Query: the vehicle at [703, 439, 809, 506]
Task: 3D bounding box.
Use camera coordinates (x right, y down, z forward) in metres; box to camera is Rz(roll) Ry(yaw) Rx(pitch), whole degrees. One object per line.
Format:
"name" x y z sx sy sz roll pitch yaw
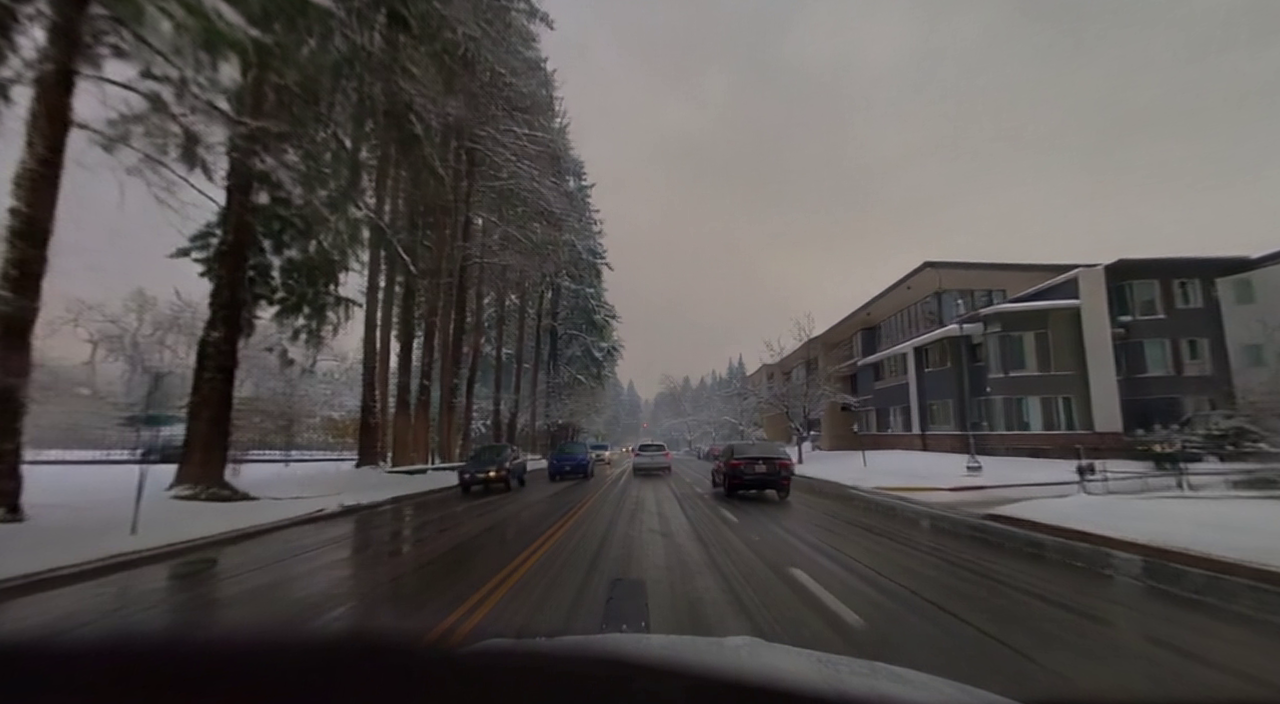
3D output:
"vehicle" 2.888 3.098 16.685 1.991 1.536 4.116 0 -9 -1

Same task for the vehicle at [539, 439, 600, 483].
"vehicle" -2.904 4.576 26.816 2.065 1.708 4.311 0 -9 1

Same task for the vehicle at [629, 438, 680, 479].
"vehicle" 0.600 4.673 27.874 2.105 1.653 3.887 0 -9 0

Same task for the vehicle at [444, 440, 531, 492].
"vehicle" -5.648 4.289 24.107 2.132 1.769 4.760 0 -9 0
